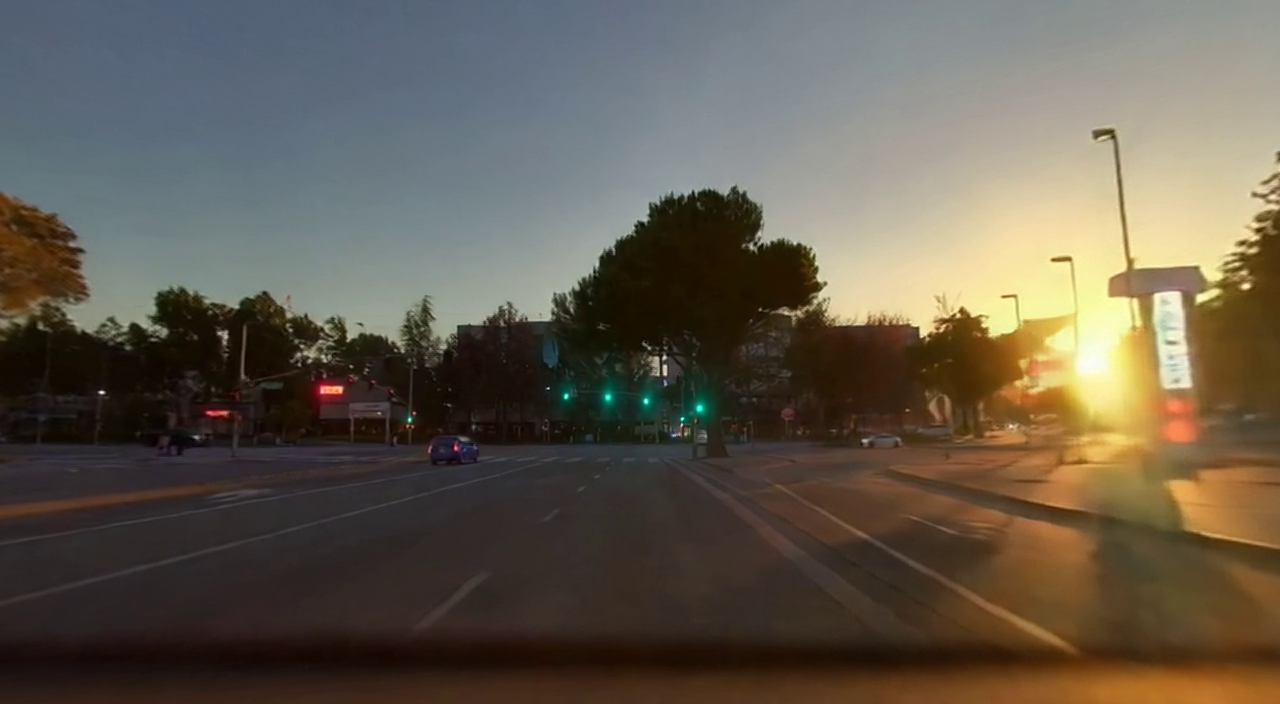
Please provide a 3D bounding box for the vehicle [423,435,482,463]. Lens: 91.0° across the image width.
[{"bbox_3d":[-10.737,5.615,36.493,1.924,1.502,4.727,0,-9,1],"label":"vehicle"}]
